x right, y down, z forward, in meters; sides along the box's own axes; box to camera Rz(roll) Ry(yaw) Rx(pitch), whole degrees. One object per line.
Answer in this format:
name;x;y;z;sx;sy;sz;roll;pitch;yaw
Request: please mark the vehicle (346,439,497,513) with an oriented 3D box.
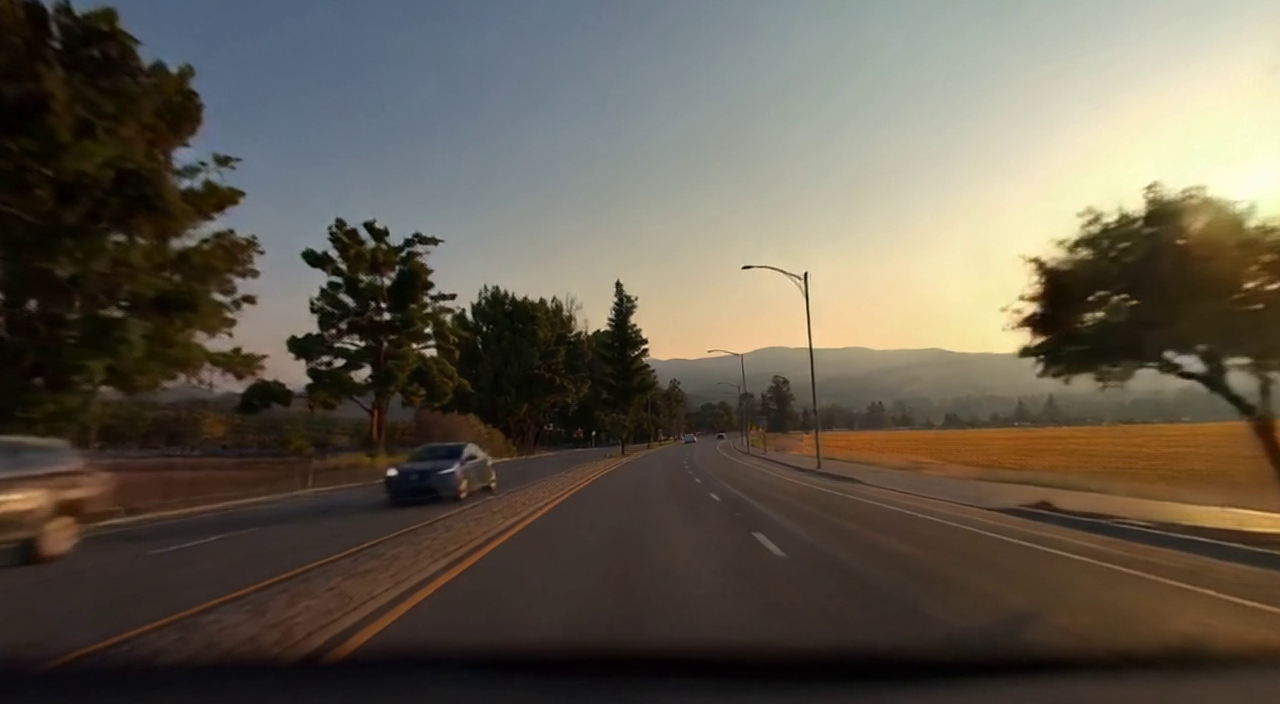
vehicle;-4.817;2.765;14.632;1.989;1.461;4.081;0;-8;1
